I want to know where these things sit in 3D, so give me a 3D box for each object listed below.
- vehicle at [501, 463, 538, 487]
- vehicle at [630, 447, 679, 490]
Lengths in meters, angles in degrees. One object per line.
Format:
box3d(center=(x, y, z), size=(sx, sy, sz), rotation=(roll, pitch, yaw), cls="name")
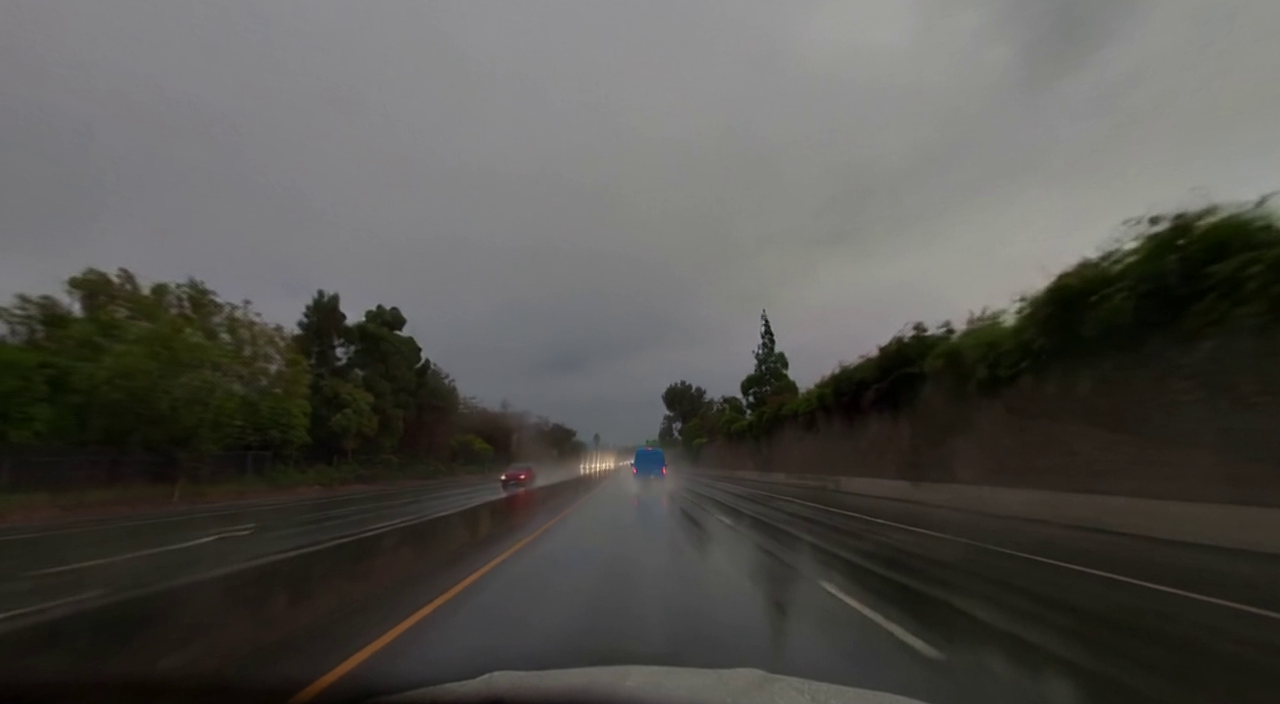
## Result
box3d(center=(-8.466, 8.708, 44.614), size=(1.856, 1.540, 3.882), rotation=(1, -10, 0), cls="vehicle")
box3d(center=(0.745, 6.454, 34.944), size=(2.429, 2.167, 4.558), rotation=(1, -10, -2), cls="vehicle")
